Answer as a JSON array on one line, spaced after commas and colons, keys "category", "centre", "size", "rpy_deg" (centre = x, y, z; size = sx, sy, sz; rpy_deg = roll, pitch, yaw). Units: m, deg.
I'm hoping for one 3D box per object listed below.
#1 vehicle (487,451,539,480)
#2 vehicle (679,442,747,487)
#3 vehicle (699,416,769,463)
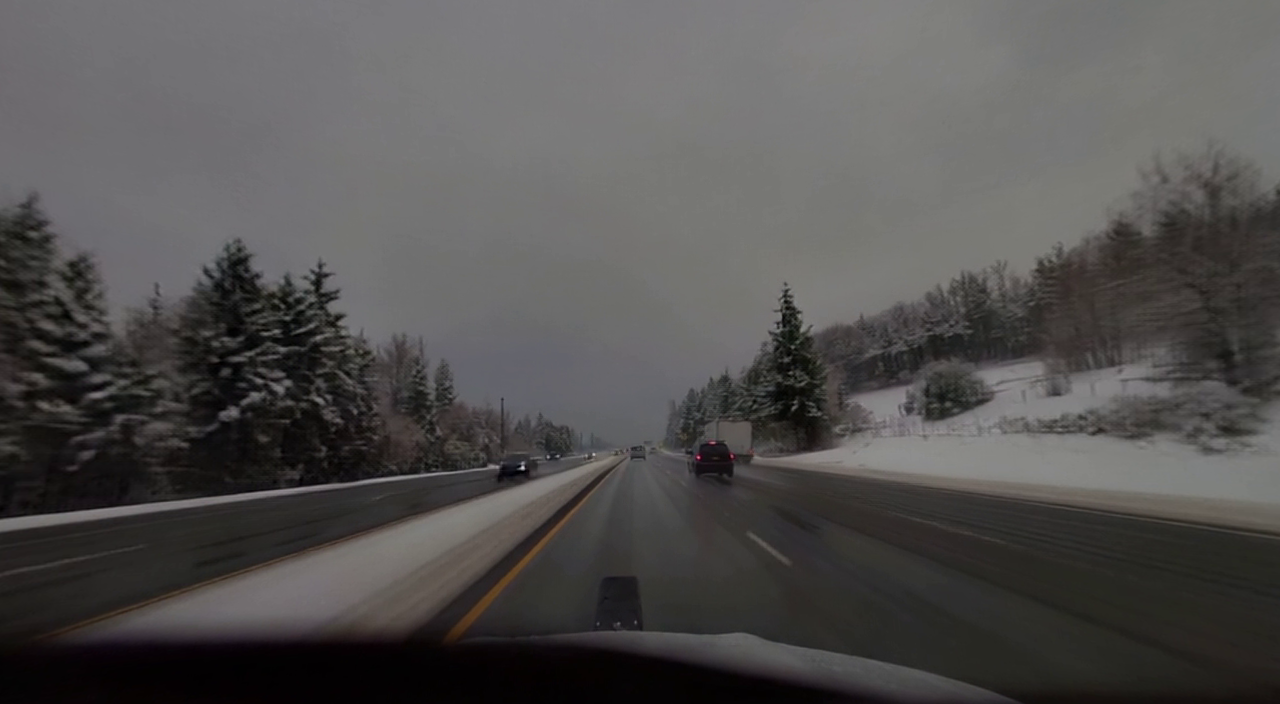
[{"category": "vehicle", "centre": [-7.129, 6.397, 35.685], "size": [1.979, 1.503, 4.572], "rpy_deg": [0, -9, 0]}, {"category": "vehicle", "centre": [2.853, 4.546, 25.804], "size": [2.123, 1.620, 4.959], "rpy_deg": [0, -9, -1]}, {"category": "vehicle", "centre": [6.834, 6.693, 47.332], "size": [3.536, 3.160, 9.428], "rpy_deg": [0, -9, -2]}]
